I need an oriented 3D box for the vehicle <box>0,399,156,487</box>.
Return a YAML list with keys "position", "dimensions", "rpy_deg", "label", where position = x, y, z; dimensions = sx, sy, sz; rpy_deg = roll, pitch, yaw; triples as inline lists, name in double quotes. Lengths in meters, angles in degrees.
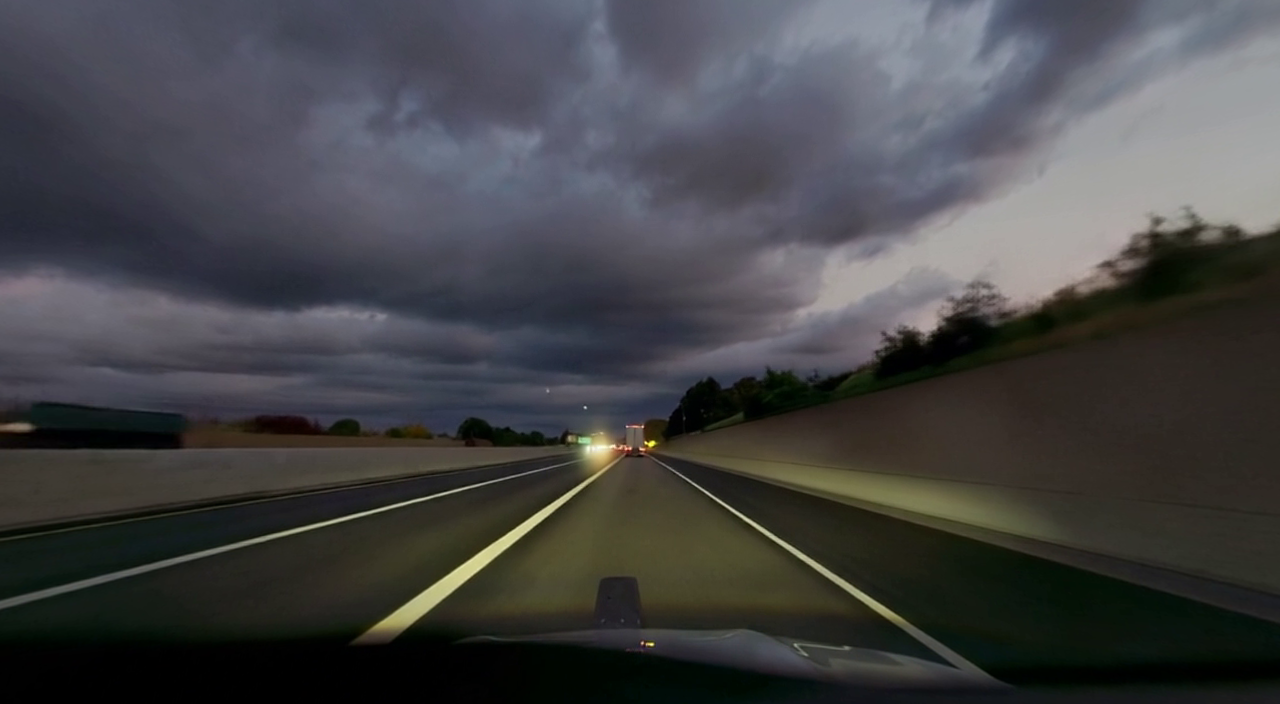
- position: [-19.206, 2.973, 20.409]
  dimensions: [2.487, 2.425, 5.746]
  rpy_deg: [0, -9, -1]
  label: "vehicle"
